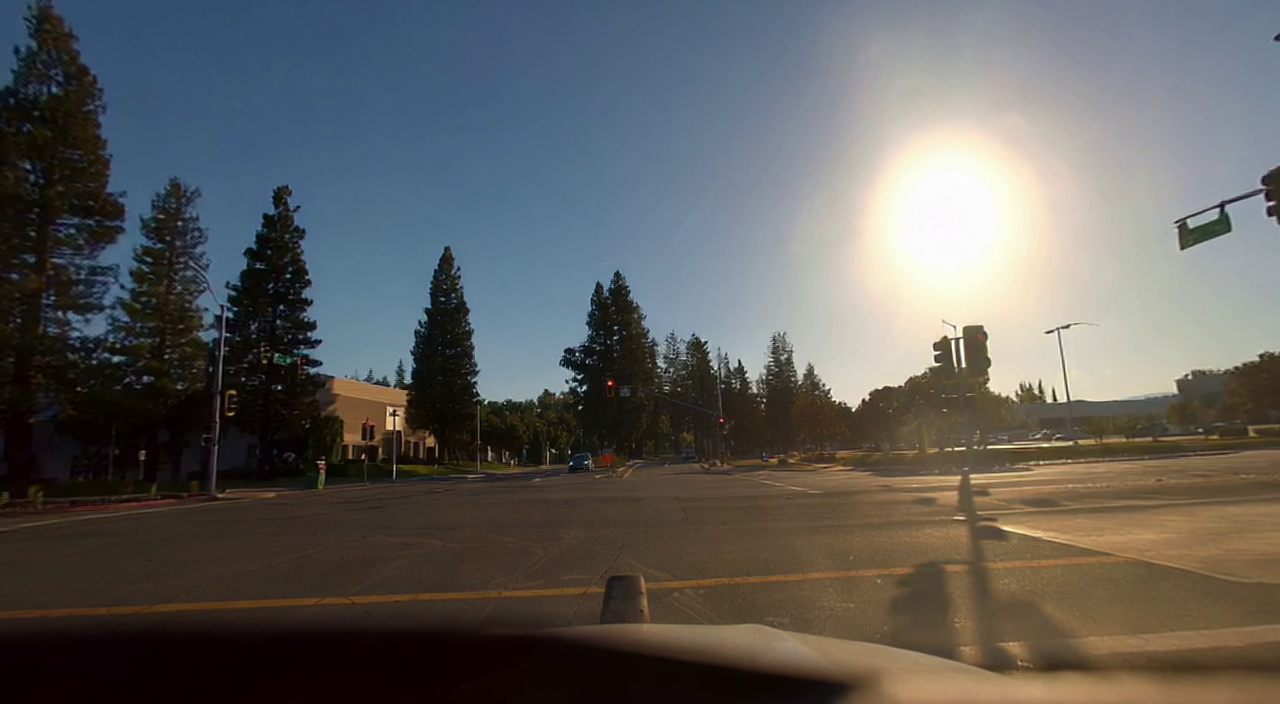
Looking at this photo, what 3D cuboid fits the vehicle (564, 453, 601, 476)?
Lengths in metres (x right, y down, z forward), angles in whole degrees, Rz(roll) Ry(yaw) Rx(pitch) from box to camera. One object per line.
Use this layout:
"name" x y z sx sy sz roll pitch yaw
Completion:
"vehicle" -4.476 8.849 49.835 2.030 1.704 4.205 -1 -8 7
